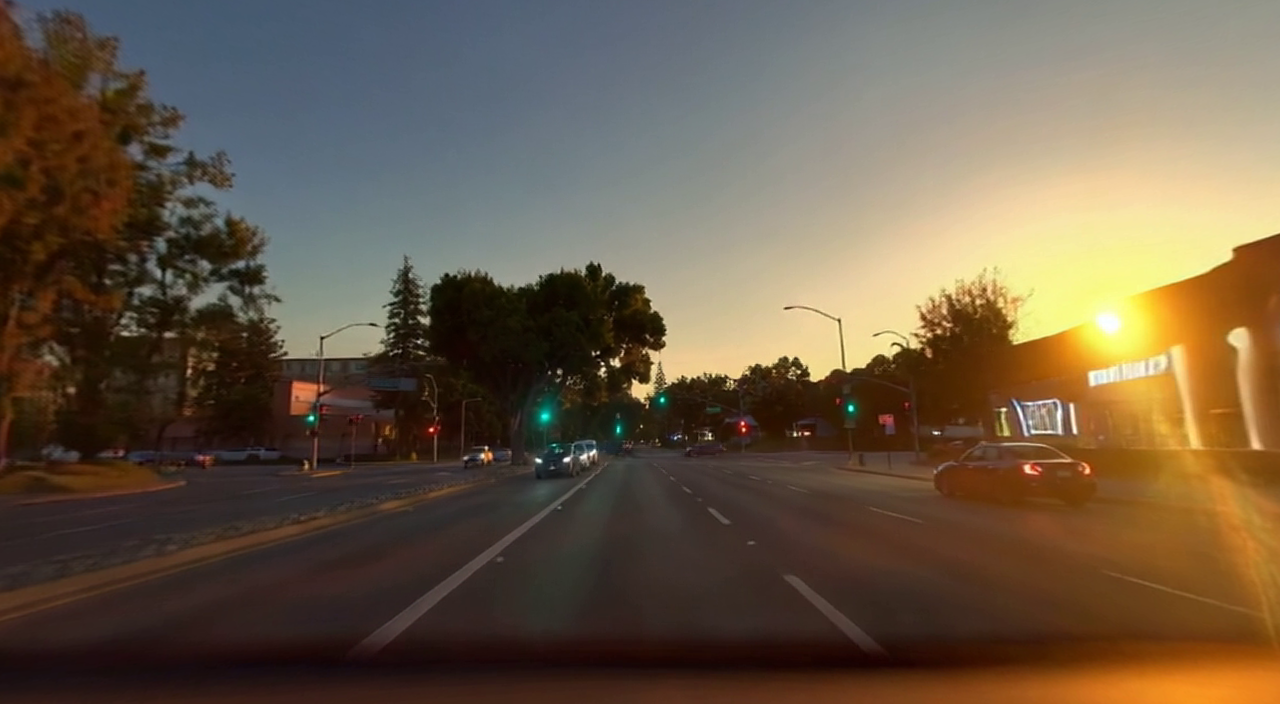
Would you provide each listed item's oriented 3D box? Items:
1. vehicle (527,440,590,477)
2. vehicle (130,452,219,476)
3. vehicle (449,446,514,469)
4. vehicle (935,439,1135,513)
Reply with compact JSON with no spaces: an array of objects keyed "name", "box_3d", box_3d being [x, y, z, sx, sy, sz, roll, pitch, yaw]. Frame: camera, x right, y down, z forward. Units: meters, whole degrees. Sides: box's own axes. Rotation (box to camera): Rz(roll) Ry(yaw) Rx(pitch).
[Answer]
[{"name":"vehicle","box_3d":[-3.507,4.711,28.128,2.121,1.481,4.708,0,-8,1]},{"name":"vehicle","box_3d":[-32.050,7.677,43.514,5.228,1.539,2.009,-3,-9,16]},{"name":"vehicle","box_3d":[-10.620,7.074,42.623,1.873,1.485,4.382,-4,-9,24]},{"name":"vehicle","box_3d":[8.959,2.820,14.883,1.936,1.460,4.258,0,-8,0]}]
